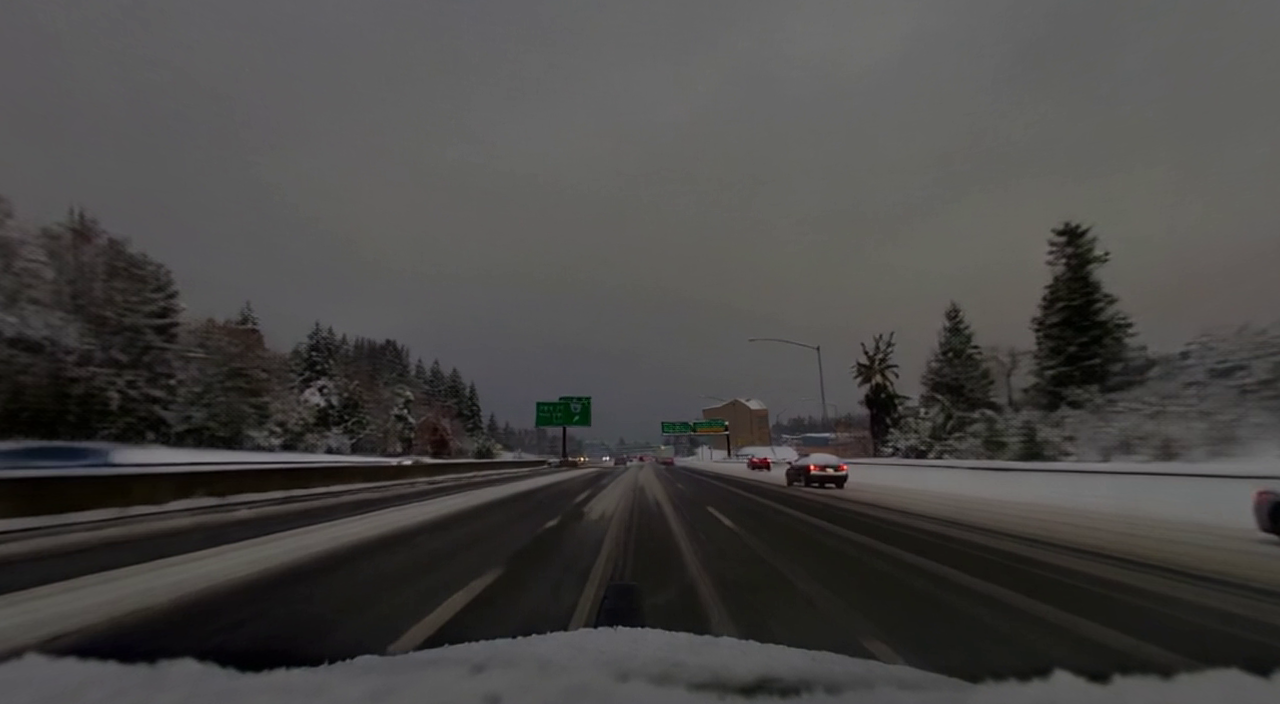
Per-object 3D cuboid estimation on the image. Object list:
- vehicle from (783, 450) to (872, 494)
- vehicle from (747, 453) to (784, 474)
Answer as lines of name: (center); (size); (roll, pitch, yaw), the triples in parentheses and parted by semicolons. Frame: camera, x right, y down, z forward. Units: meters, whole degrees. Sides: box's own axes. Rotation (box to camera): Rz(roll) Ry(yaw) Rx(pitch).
vehicle: (7.224, 4.648, 24.901); (1.861, 1.500, 4.860); (0, -9, -2)
vehicle: (9.404, 8.387, 47.693); (1.878, 1.509, 4.327); (0, -9, 0)
